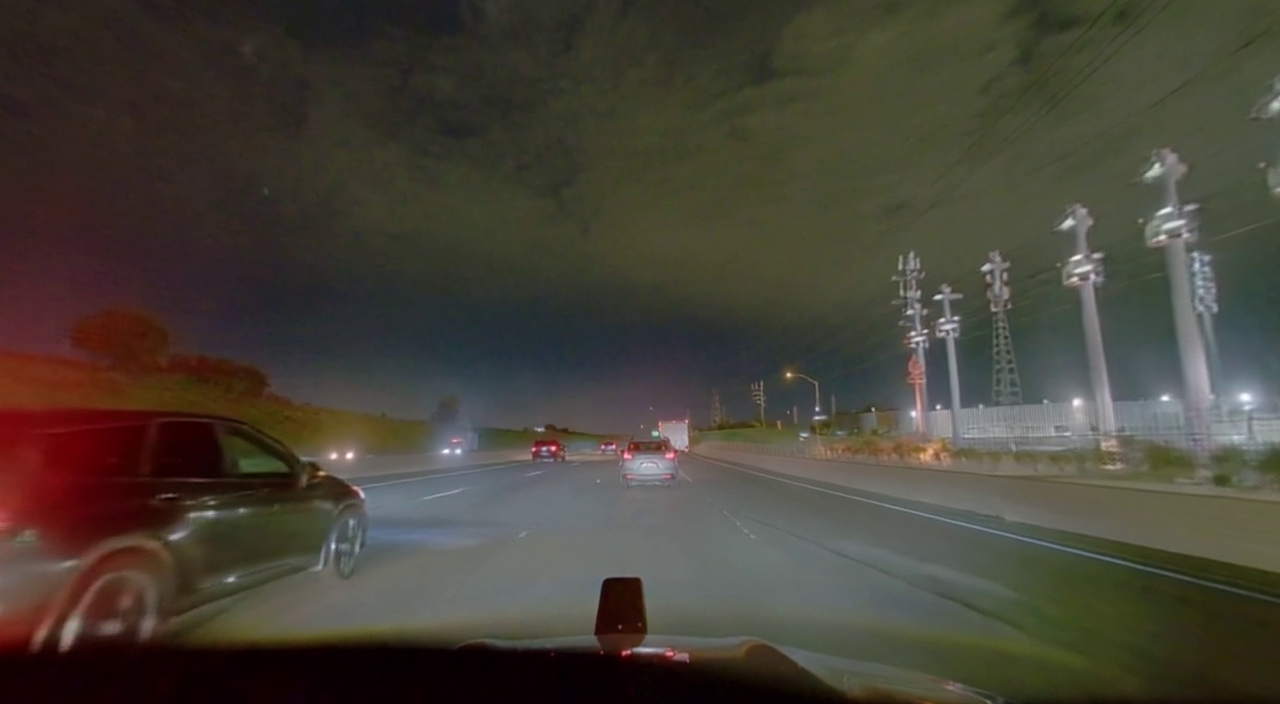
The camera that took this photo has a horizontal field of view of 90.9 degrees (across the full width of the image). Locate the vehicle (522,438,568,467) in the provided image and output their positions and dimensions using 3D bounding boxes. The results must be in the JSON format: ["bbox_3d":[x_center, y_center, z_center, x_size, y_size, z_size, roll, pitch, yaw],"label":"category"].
[{"bbox_3d":[-6.230,6.658,41.894,2.220,1.841,4.516,0,-9,2],"label":"vehicle"}]

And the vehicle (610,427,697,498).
[{"bbox_3d":[0.326,3.029,17.630,2.134,1.733,4.049,0,-9,0],"label":"vehicle"}]

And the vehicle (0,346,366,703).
[{"bbox_3d":[-3.965,1.094,4.376,2.125,1.764,4.393,0,-9,0],"label":"vehicle"}]
